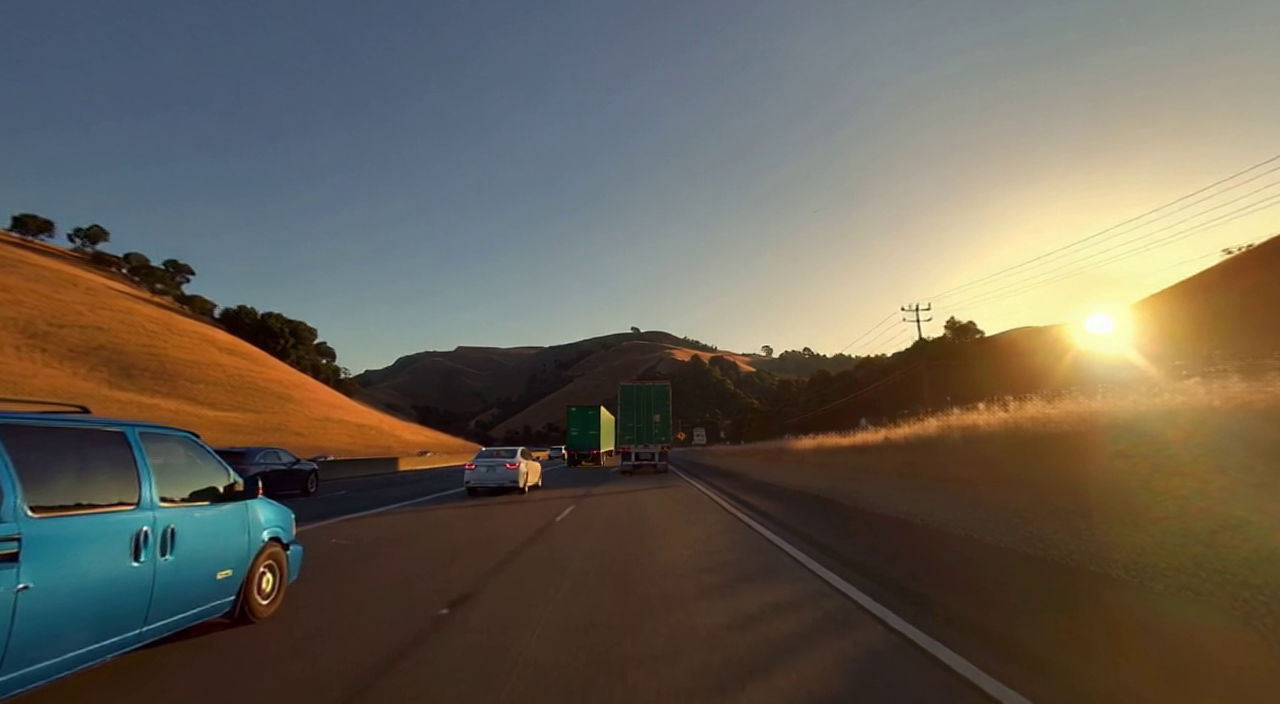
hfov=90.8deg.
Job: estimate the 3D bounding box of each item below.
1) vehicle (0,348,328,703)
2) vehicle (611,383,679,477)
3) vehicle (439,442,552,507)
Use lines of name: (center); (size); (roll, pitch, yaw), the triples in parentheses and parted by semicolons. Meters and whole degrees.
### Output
vehicle: (-3.906, 0.949, 3.206); (2.136, 1.779, 4.875); (0, -8, 0)
vehicle: (0.312, 4.125, 32.388); (2.913, 3.988, 10.874); (-1, -8, 1)
vehicle: (-3.610, 3.127, 16.630); (1.950, 1.446, 4.224); (0, -8, 0)
